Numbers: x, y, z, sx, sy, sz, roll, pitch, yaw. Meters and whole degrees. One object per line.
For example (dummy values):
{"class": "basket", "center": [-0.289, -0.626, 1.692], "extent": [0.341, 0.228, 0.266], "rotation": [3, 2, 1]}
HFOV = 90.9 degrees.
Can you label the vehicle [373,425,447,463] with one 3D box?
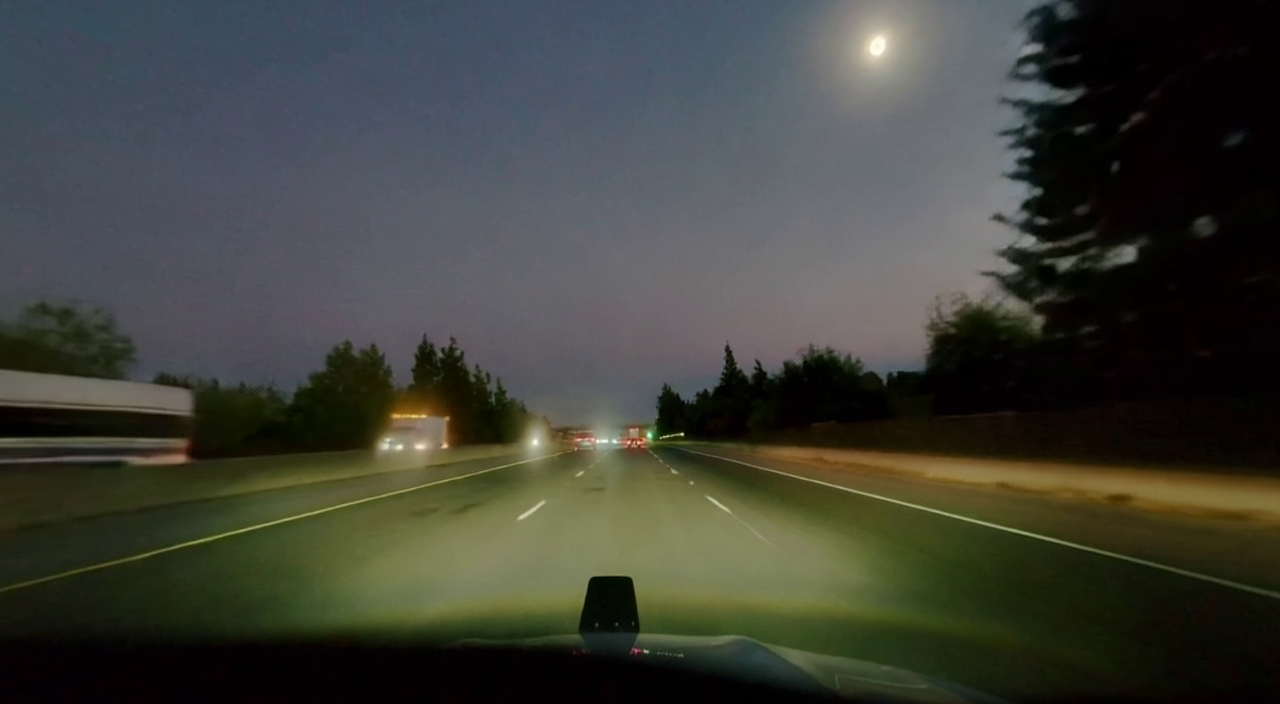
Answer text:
{"class": "vehicle", "center": [-12.512, 5.048, 34.692], "extent": [2.263, 1.899, 4.853], "rotation": [0, -8, -1]}
